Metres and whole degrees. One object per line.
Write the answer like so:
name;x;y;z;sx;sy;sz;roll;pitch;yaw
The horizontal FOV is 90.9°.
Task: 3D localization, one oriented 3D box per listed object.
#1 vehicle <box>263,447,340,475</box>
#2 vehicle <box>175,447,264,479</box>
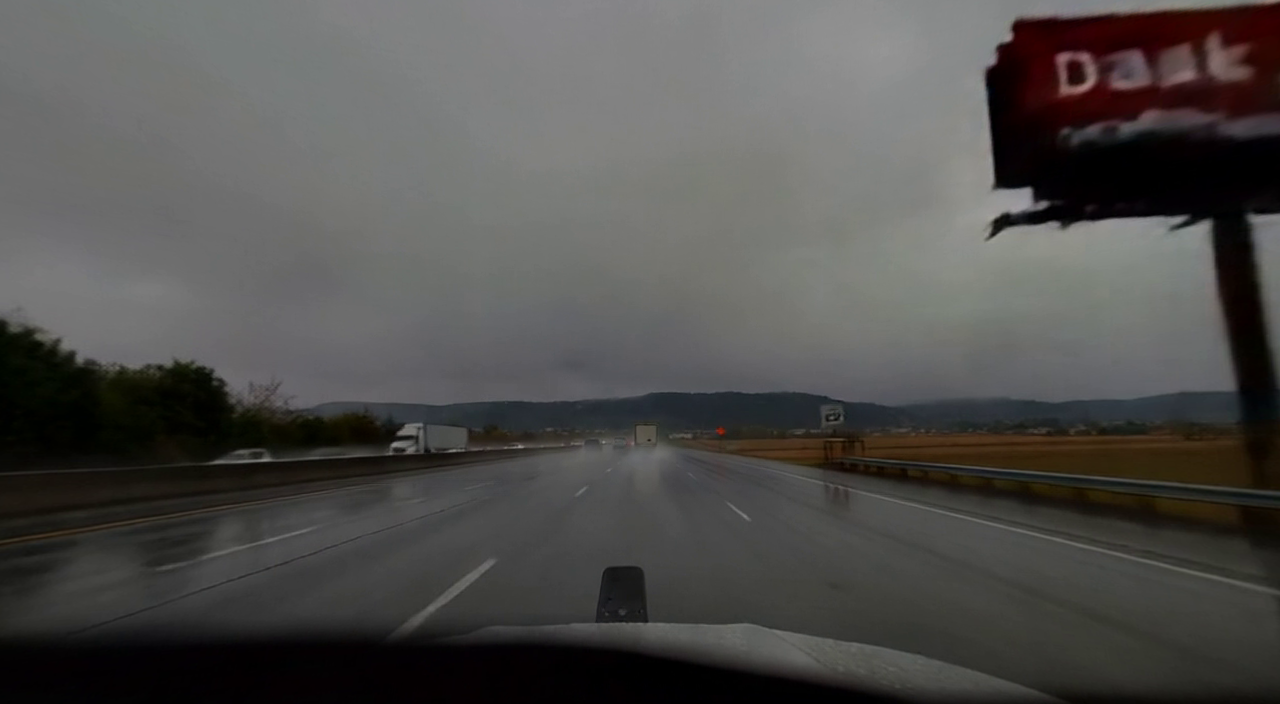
vehicle;-20.556;6.600;38.580;1.973;1.580;4.750;0;-8;1
vehicle;-24.412;6.443;36.885;1.938;1.671;4.653;0;-8;1
